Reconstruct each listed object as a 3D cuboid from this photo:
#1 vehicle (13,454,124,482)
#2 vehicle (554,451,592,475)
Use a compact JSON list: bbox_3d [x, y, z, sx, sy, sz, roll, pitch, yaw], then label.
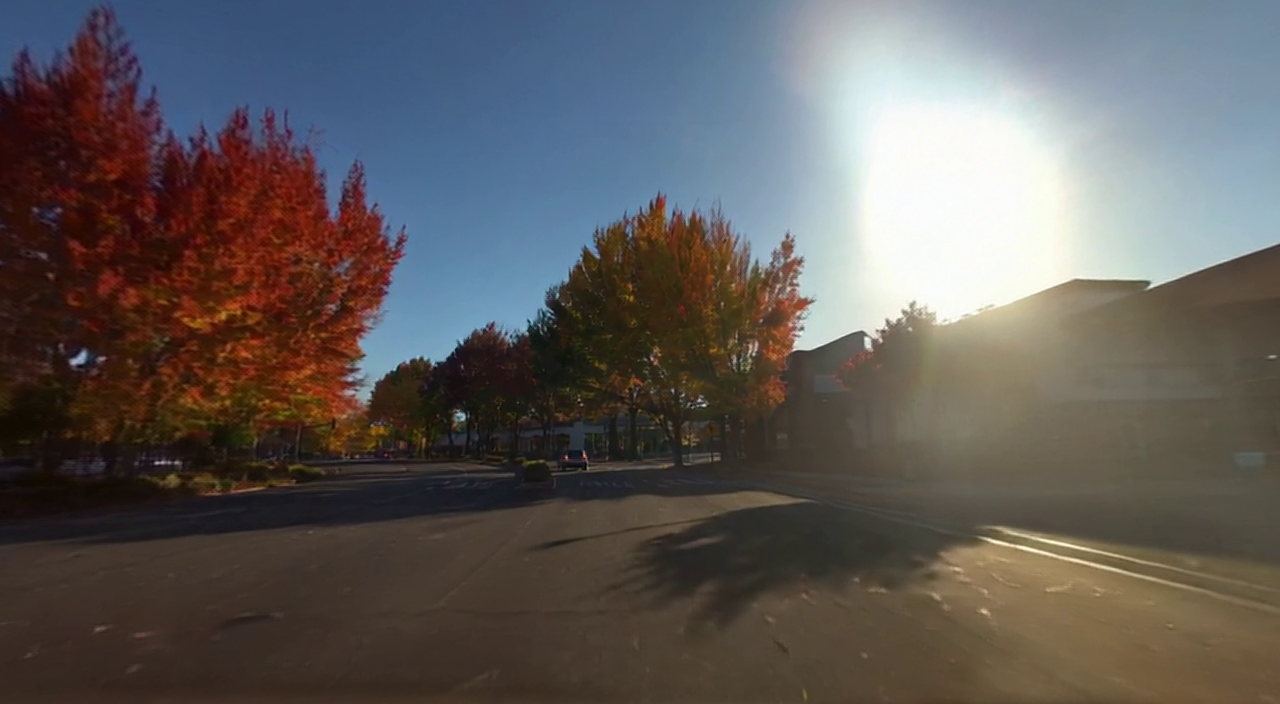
[{"bbox_3d":[-36.771,7.457,40.668,4.807,1.665,2.045,2,-9,-10],"label":"vehicle"},{"bbox_3d":[-4.646,7.558,43.225,2.018,1.512,4.304,2,-9,-14],"label":"vehicle"}]
